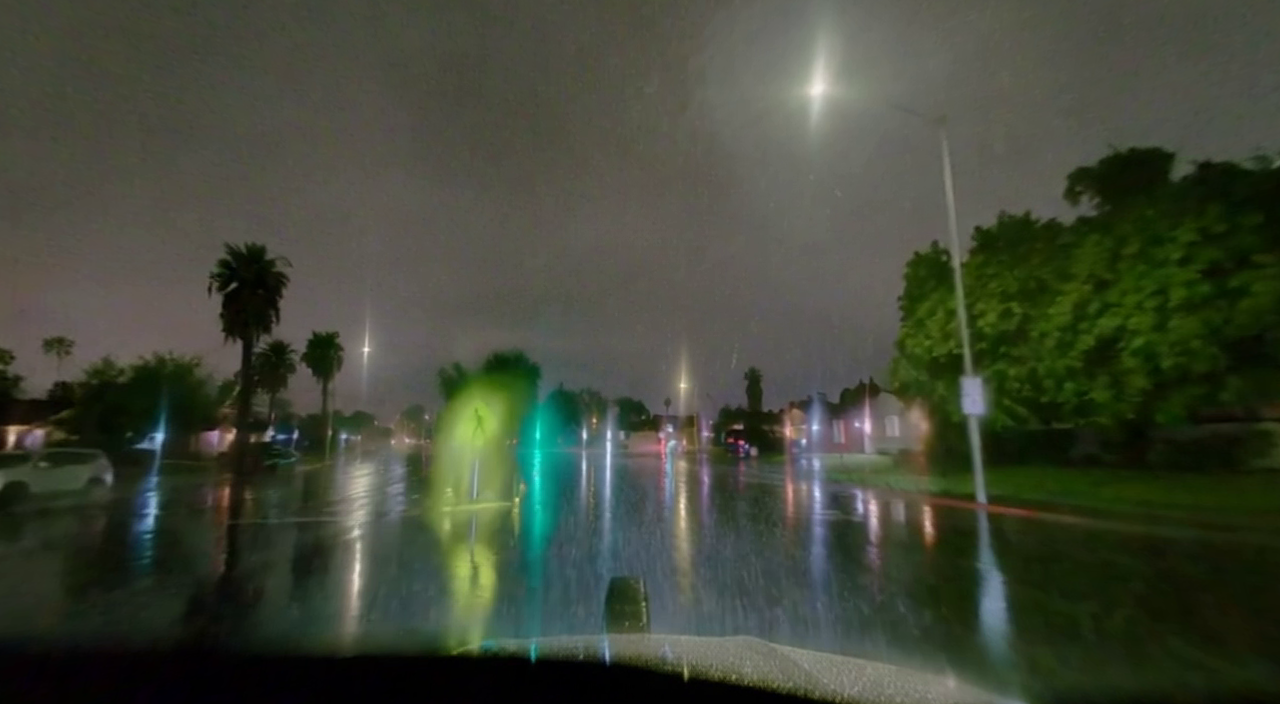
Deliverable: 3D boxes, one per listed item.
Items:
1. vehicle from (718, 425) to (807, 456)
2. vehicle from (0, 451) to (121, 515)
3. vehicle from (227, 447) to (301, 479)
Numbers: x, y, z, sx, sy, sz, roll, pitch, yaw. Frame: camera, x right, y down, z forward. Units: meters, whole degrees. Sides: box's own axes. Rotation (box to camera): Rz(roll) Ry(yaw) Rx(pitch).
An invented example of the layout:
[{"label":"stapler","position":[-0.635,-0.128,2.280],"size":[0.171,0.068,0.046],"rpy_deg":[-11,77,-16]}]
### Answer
[{"label":"vehicle","position":[8.719,6.384,45.207],"size":[6.051,2.092,2.231],"rpy_deg":[-2,-11,10]},{"label":"vehicle","position":[-17.070,3.504,17.230],"size":[1.997,1.514,4.632],"rpy_deg":[1,-8,-4]},{"label":"vehicle","position":[-19.572,5.762,33.034],"size":[1.941,1.470,4.384],"rpy_deg":[0,-8,-12]}]
